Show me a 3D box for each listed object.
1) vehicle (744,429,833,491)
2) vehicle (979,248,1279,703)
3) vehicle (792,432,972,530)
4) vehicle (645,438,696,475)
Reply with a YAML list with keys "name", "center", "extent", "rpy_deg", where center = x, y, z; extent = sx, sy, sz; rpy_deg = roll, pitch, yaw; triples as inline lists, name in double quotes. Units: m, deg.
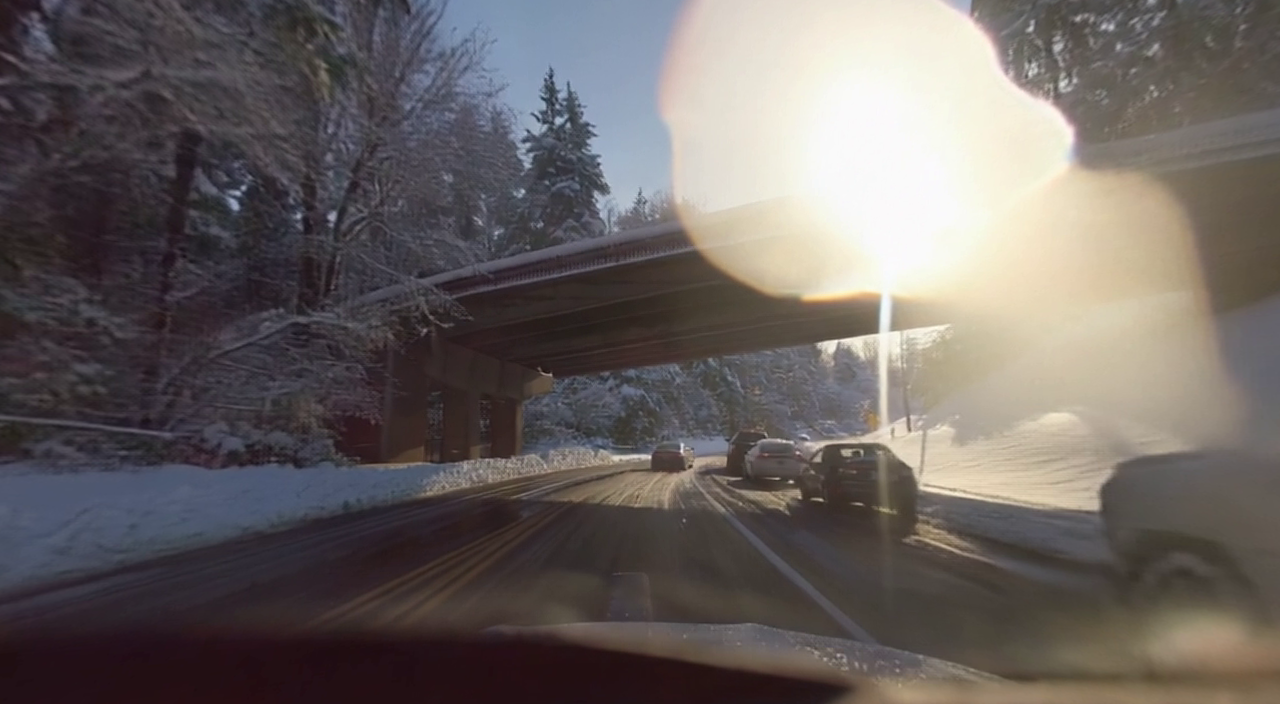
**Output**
- name: "vehicle"
  center: [4.589, 3.407, 20.185]
  extent: [1.947, 1.745, 4.452]
  rpy_deg: [0, -8, 2]
- name: "vehicle"
  center: [3.316, 0.530, 1.501]
  extent: [2.273, 1.944, 4.866]
  rpy_deg: [0, -8, 0]
- name: "vehicle"
  center: [4.280, 2.316, 11.879]
  extent: [1.911, 1.525, 3.755]
  rpy_deg: [0, -8, 1]
- name: "vehicle"
  center: [1.413, 4.559, 27.743]
  extent: [2.078, 1.506, 4.058]
  rpy_deg: [-1, -8, 5]
